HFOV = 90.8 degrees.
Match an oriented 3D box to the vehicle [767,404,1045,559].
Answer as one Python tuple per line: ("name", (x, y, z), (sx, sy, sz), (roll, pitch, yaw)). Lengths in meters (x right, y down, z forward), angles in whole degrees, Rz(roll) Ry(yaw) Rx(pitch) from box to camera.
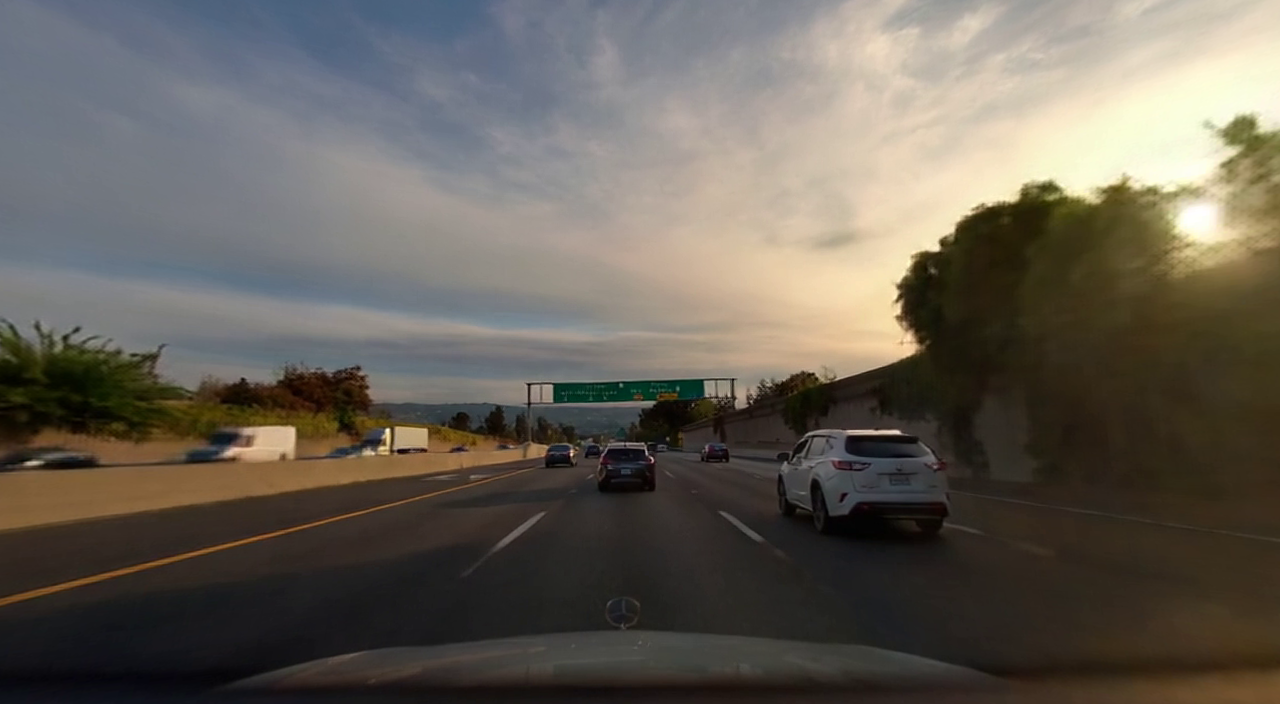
("vehicle", (3.615, 1.870, 9.851), (2.162, 1.800, 4.693), (0, -9, -2))

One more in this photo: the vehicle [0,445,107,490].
("vehicle", (-21.935, 4.078, 22.658), (2.141, 1.462, 4.057), (0, -9, -2))

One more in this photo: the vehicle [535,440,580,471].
("vehicle", (-4.985, 6.338, 38.919), (2.218, 1.776, 5.031), (0, -9, -1))

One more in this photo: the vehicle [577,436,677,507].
("vehicle", (-0.323, 2.823, 15.359), (2.098, 1.475, 3.997), (0, -8, -2))

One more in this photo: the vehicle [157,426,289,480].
("vehicle", (-17.973, 4.385, 27.675), (2.233, 2.092, 5.457), (0, -9, -3))
